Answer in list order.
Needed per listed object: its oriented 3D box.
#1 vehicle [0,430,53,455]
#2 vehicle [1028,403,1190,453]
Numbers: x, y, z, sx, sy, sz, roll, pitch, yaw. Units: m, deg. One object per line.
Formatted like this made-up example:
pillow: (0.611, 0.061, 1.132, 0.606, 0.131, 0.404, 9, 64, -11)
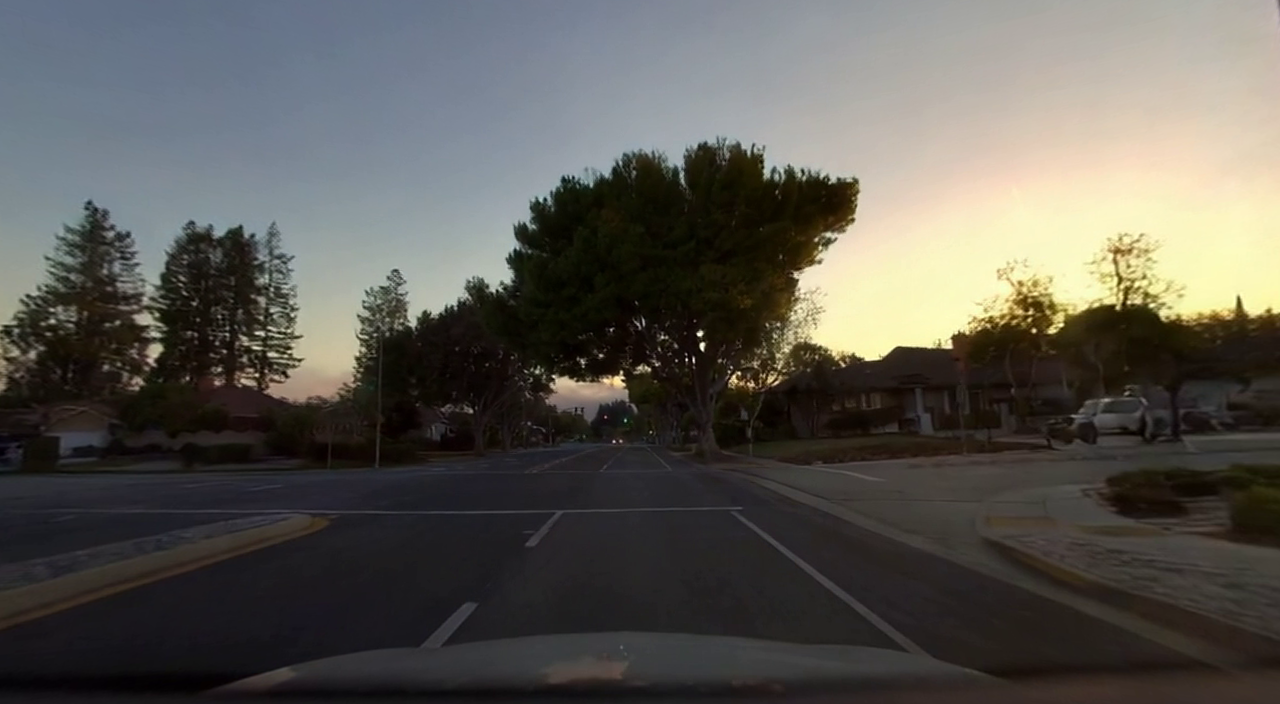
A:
vehicle: (-40.253, 5.825, 40.408, 1.803, 1.422, 3.596, 0, -10, 1)
vehicle: (18.345, 3.032, 24.910, 4.698, 1.583, 2.081, 2, -11, 0)
